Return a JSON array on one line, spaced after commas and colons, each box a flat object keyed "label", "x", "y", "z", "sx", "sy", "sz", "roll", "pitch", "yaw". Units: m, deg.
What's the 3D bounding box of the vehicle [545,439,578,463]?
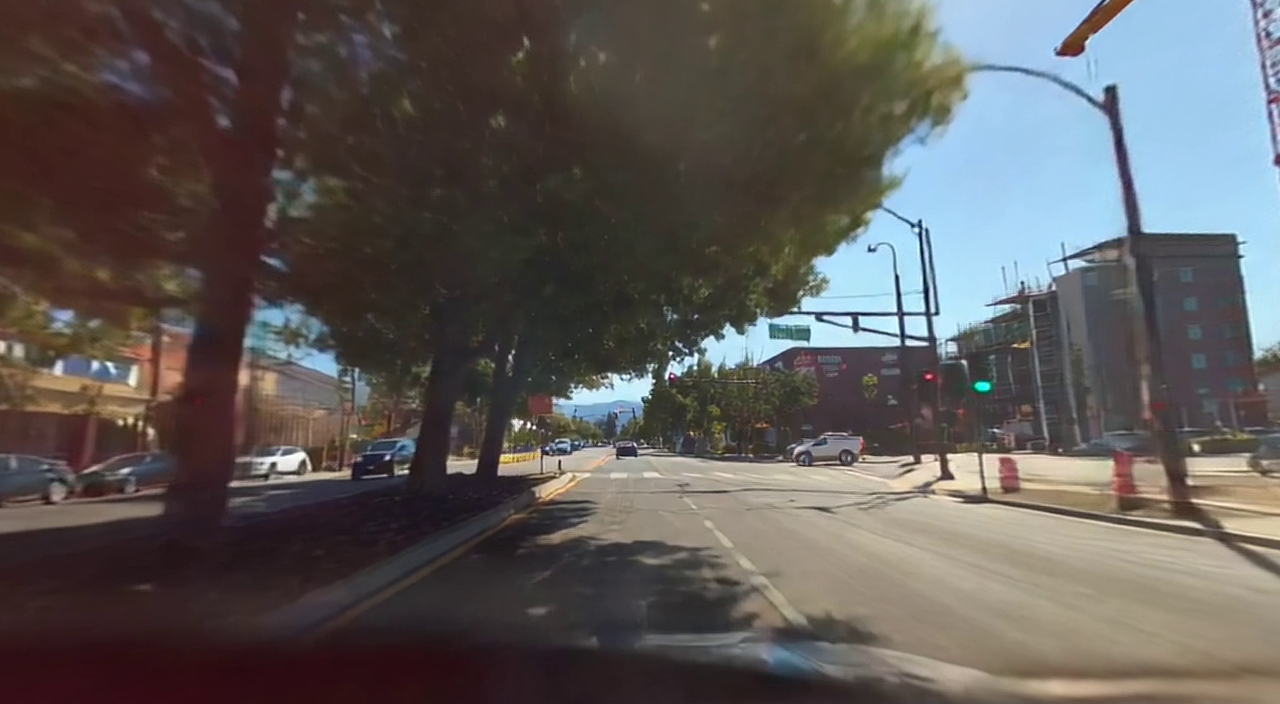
[{"label": "vehicle", "x": -6.145, "y": 7.767, "z": 49.792, "sx": 1.983, "sy": 1.715, "sz": 4.466, "roll": -2, "pitch": -8, "yaw": 0}]

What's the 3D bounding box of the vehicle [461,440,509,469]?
[{"label": "vehicle", "x": -9.334, "y": 6.188, "z": 38.344, "sx": 1.918, "sy": 1.640, "sz": 3.971, "roll": 0, "pitch": -9, "yaw": 0}]

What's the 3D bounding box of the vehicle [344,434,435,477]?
[{"label": "vehicle", "x": -12.278, "y": 5.115, "z": 31.495, "sx": 2.249, "sy": 1.952, "sz": 5.746, "roll": 0, "pitch": -9, "yaw": -1}]

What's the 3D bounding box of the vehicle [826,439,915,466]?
[{"label": "vehicle", "x": 13.616, "y": 5.972, "z": 37.563, "sx": 4.506, "sy": 1.479, "sz": 1.924, "roll": 0, "pitch": -9, "yaw": 1}]

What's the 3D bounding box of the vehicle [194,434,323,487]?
[{"label": "vehicle", "x": -16.558, "y": 4.732, "z": 27.908, "sx": 2.190, "sy": 2.069, "sz": 5.804, "roll": 0, "pitch": -9, "yaw": -2}]

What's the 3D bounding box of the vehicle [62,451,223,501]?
[{"label": "vehicle", "x": -16.601, "y": 4.125, "z": 21.460, "sx": 1.804, "sy": 1.467, "sz": 4.489, "roll": 0, "pitch": -9, "yaw": 0}]

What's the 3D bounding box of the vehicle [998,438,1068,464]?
[{"label": "vehicle", "x": 23.540, "y": 5.886, "z": 37.815, "sx": 3.995, "sy": 1.463, "sz": 1.862, "roll": 5, "pitch": -10, "yaw": -31}]
